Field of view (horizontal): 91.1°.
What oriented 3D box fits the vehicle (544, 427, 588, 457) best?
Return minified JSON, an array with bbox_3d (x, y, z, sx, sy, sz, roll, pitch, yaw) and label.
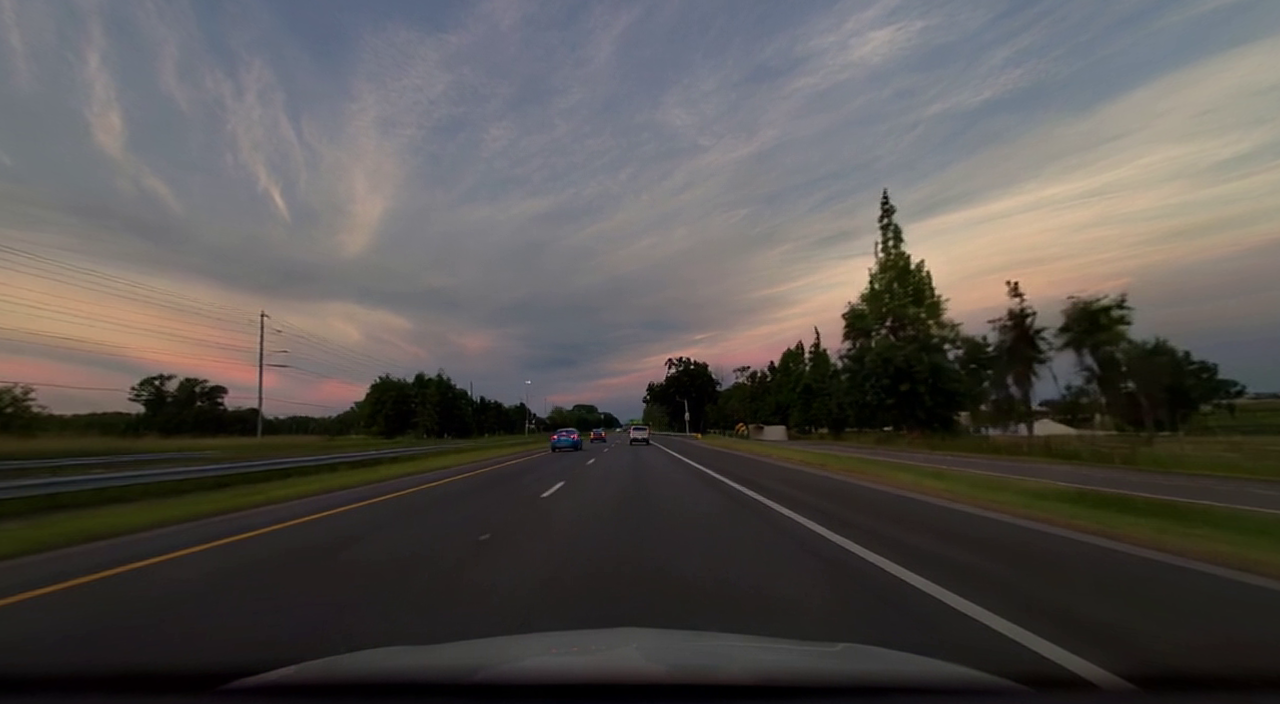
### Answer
[{"bbox_3d":[-4.109,5.062,35.611,2.023,1.580,4.259,0,-8,-1],"label":"vehicle"}]
